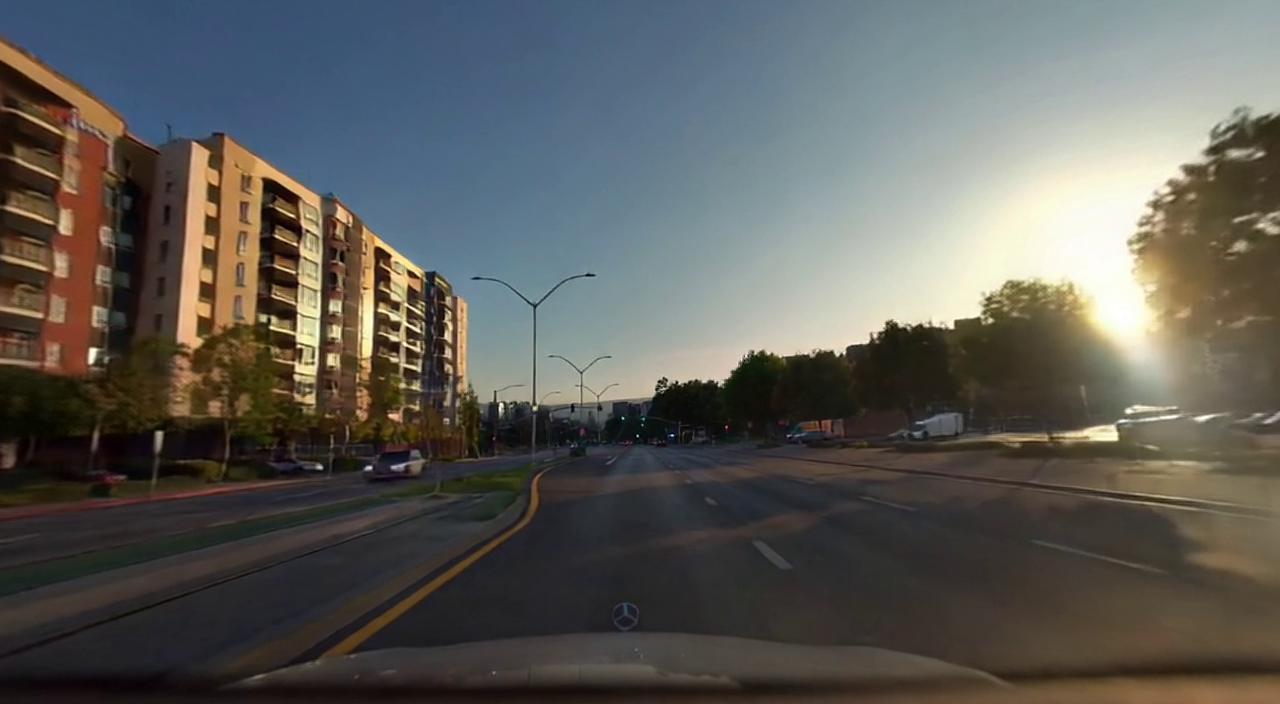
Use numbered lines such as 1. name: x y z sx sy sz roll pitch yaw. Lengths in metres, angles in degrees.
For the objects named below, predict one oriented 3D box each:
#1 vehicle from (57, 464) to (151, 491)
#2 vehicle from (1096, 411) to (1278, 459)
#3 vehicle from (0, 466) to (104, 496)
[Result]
1. vehicle: -29.717 6.955 35.084 3.603 1.373 1.712 0 -8 0
2. vehicle: 20.130 3.107 23.442 4.745 1.675 2.096 0 -8 0
3. vehicle: -30.306 6.618 32.571 3.705 1.403 1.762 -1 -8 2
